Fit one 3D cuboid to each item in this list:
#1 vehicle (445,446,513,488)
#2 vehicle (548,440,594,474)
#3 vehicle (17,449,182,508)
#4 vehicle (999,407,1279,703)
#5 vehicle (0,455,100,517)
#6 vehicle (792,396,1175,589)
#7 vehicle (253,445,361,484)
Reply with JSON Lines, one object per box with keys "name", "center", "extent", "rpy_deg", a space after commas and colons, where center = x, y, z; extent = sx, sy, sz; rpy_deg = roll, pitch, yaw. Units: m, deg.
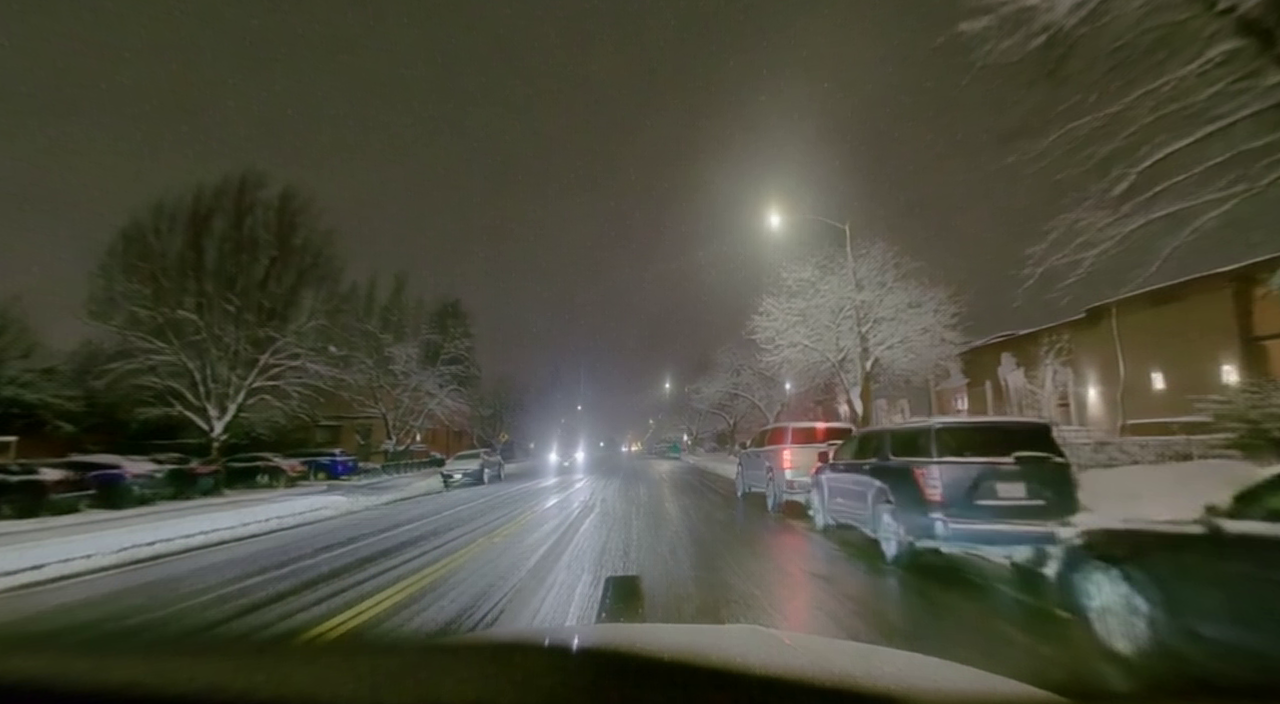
{"name": "vehicle", "center": [-7.136, 5.081, 28.394], "extent": [1.928, 1.537, 4.439], "rpy_deg": [-5, -8, -2]}
{"name": "vehicle", "center": [-3.846, 5.916, 35.947], "extent": [2.088, 1.772, 4.375], "rpy_deg": [-1, -9, 0]}
{"name": "vehicle", "center": [-16.421, 3.759, 19.201], "extent": [4.452, 1.552, 2.158], "rpy_deg": [-5, -10, 27]}
{"name": "vehicle", "center": [4.083, 0.982, 2.684], "extent": [1.952, 1.538, 5.215], "rpy_deg": [0, -8, -1]}
{"name": "vehicle", "center": [-16.528, 3.432, 16.493], "extent": [4.018, 1.401, 1.912], "rpy_deg": [-4, -9, 21]}
{"name": "vehicle", "center": [3.873, 1.706, 8.633], "extent": [2.094, 1.789, 5.286], "rpy_deg": [0, -9, -2]}
{"name": "vehicle", "center": [-15.613, 5.240, 29.591], "extent": [4.696, 1.681, 1.905], "rpy_deg": [-4, -9, 24]}
